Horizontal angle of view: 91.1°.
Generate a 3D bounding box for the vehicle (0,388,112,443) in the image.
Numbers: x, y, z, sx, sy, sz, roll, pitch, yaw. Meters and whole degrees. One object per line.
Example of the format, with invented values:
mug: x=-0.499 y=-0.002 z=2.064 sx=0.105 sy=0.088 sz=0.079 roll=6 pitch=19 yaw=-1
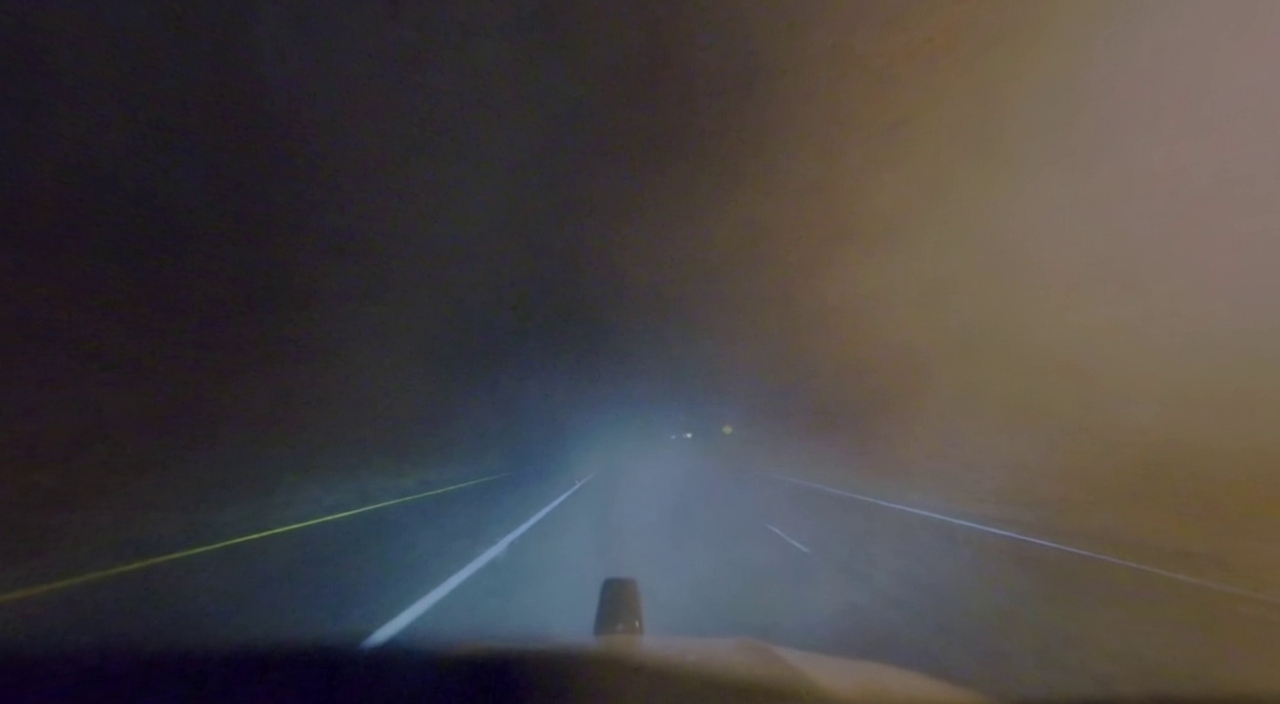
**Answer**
vehicle: x=-19.800 y=2.098 z=20.111 sx=1.846 sy=1.589 sz=4.483 roll=0 pitch=-8 yaw=0
